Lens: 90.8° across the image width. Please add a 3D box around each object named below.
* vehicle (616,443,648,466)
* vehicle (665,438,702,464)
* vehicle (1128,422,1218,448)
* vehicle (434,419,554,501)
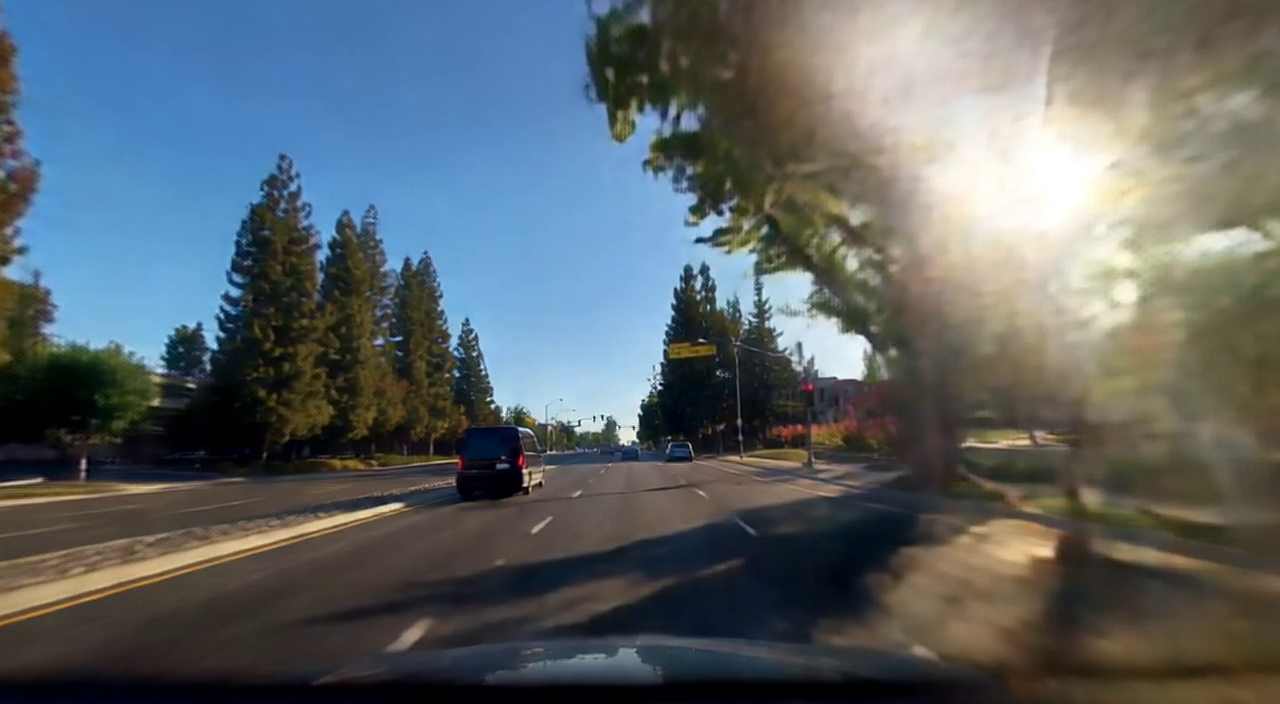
[{"bbox_3d":[-0.570,6.947,43.080,2.039,1.455,3.826,0,-8,-2],"label":"vehicle"},{"bbox_3d":[3.050,7.063,45.117,2.181,1.781,4.257,0,-8,-2],"label":"vehicle"},{"bbox_3d":[34.210,5.355,40.624,3.874,1.412,1.851,-4,-9,5],"label":"vehicle"},{"bbox_3d":[-3.660,2.833,16.874,2.075,1.863,4.744,0,-9,0],"label":"vehicle"}]
